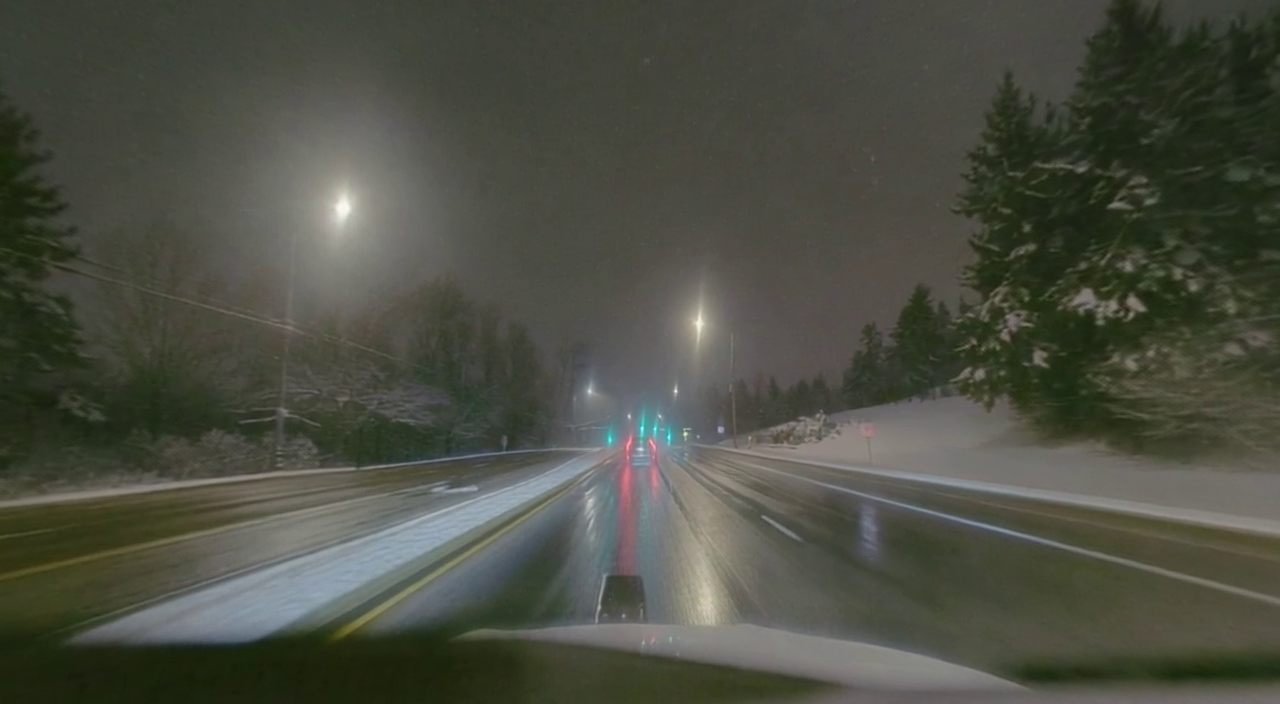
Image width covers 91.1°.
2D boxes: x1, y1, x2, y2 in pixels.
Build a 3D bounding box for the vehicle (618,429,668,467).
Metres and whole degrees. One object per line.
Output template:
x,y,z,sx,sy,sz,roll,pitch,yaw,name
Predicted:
0.150,4.665,30.639,2.256,1.734,4.176,0,-8,1,vehicle
